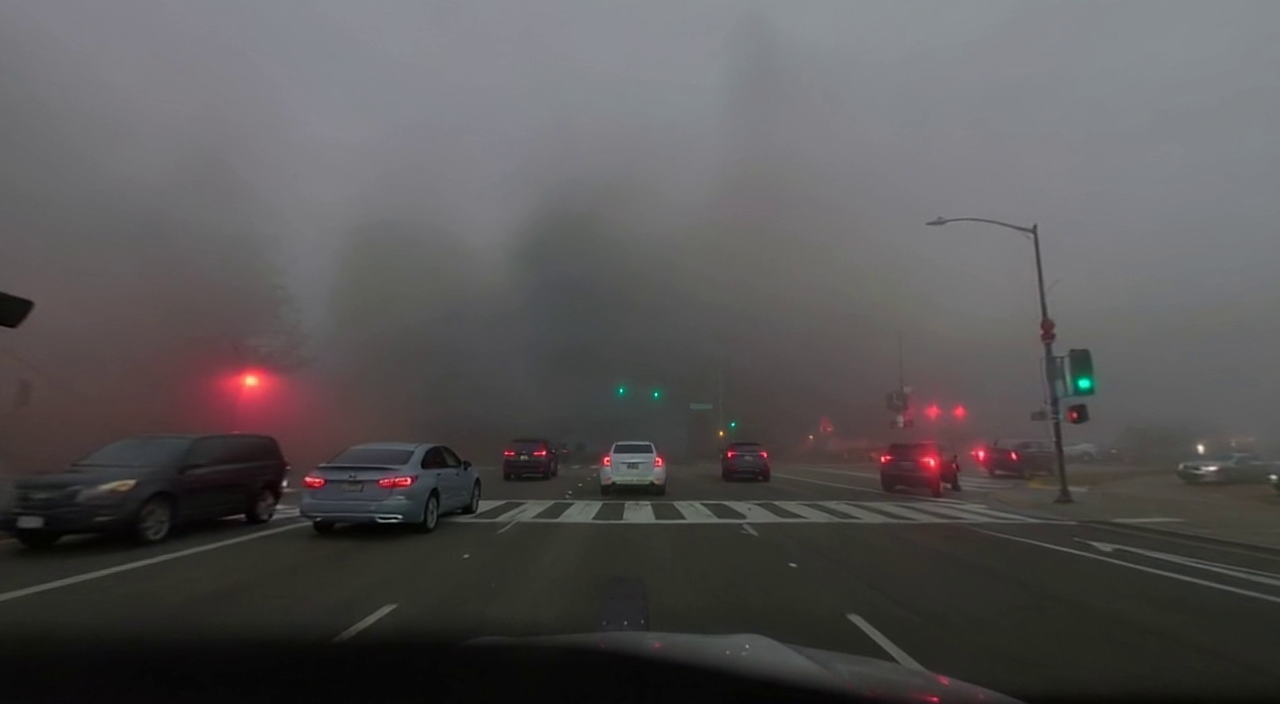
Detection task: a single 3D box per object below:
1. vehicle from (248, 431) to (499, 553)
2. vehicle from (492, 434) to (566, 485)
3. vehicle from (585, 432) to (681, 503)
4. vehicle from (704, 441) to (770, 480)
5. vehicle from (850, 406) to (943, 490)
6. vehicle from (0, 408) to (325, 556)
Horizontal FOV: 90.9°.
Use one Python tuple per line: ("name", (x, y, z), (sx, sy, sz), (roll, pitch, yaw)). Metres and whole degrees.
("vehicle", (-3.853, 2.091, 10.241), (1.992, 1.493, 4.688), (0, -8, 0))
("vehicle", (-3.975, 3.907, 23.198), (1.983, 1.685, 3.997), (0, -8, 0))
("vehicle", (-0.182, 2.881, 16.085), (2.121, 1.563, 4.031), (0, -8, -1))
("vehicle", (3.950, 4.469, 26.351), (1.979, 1.485, 4.207), (0, -8, -2))
("vehicle", (10.677, 4.009, 26.503), (2.613, 3.281, 2.673), (1, -8, -1))
("vehicle", (-7.359, 1.939, 10.130), (2.105, 1.802, 4.712), (0, -8, 0))
